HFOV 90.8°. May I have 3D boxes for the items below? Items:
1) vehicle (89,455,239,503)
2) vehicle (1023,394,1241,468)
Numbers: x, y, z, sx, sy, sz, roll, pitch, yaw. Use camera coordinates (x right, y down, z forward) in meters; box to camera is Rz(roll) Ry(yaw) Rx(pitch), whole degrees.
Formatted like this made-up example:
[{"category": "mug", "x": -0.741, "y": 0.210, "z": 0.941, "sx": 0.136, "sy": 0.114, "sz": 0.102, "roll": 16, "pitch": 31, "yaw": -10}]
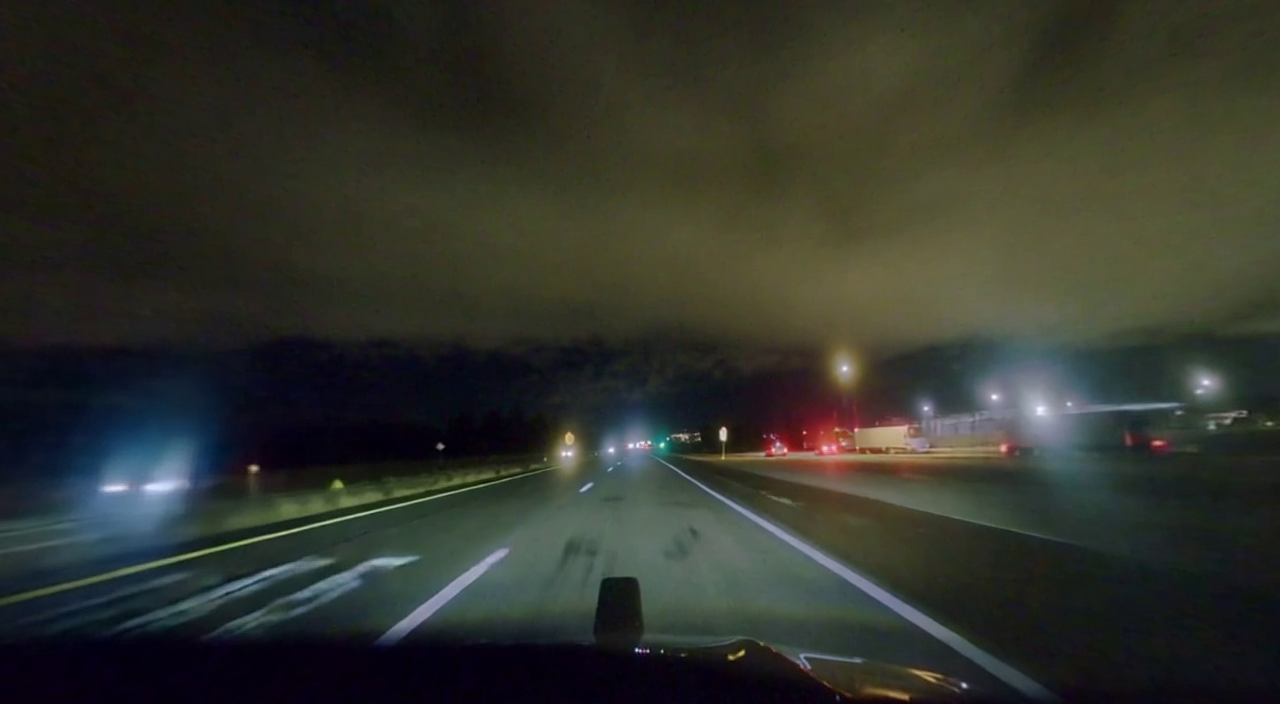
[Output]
[{"category": "vehicle", "x": -16.839, "y": 4.470, "z": 22.677, "sx": 1.829, "sy": 1.490, "sz": 4.559, "roll": 0, "pitch": -9, "yaw": 0}, {"category": "vehicle", "x": 30.679, "y": 5.336, "z": 40.962, "sx": 2.942, "sy": 3.946, "sz": 14.093, "roll": 0, "pitch": -9, "yaw": 1}]
